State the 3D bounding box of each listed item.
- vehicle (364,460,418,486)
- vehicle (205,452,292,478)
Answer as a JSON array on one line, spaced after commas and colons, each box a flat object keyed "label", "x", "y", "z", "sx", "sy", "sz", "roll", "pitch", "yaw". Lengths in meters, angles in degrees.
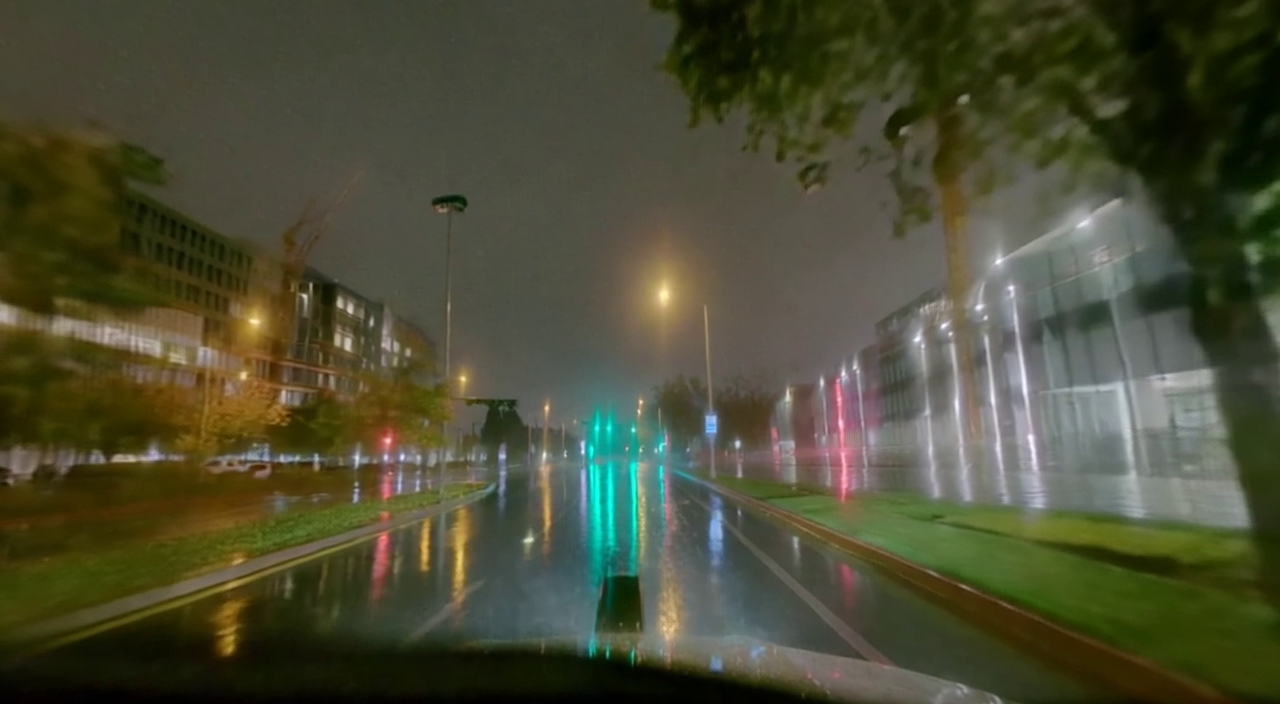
[{"label": "vehicle", "x": -17.180, "y": 8.365, "z": 43.670, "sx": 1.921, "sy": 1.541, "sz": 4.541, "roll": -1, "pitch": -8, "yaw": 0}, {"label": "vehicle", "x": -25.497, "y": 7.347, "z": 41.079, "sx": 4.308, "sy": 1.612, "sz": 1.989, "roll": 0, "pitch": -9, "yaw": -1}]
